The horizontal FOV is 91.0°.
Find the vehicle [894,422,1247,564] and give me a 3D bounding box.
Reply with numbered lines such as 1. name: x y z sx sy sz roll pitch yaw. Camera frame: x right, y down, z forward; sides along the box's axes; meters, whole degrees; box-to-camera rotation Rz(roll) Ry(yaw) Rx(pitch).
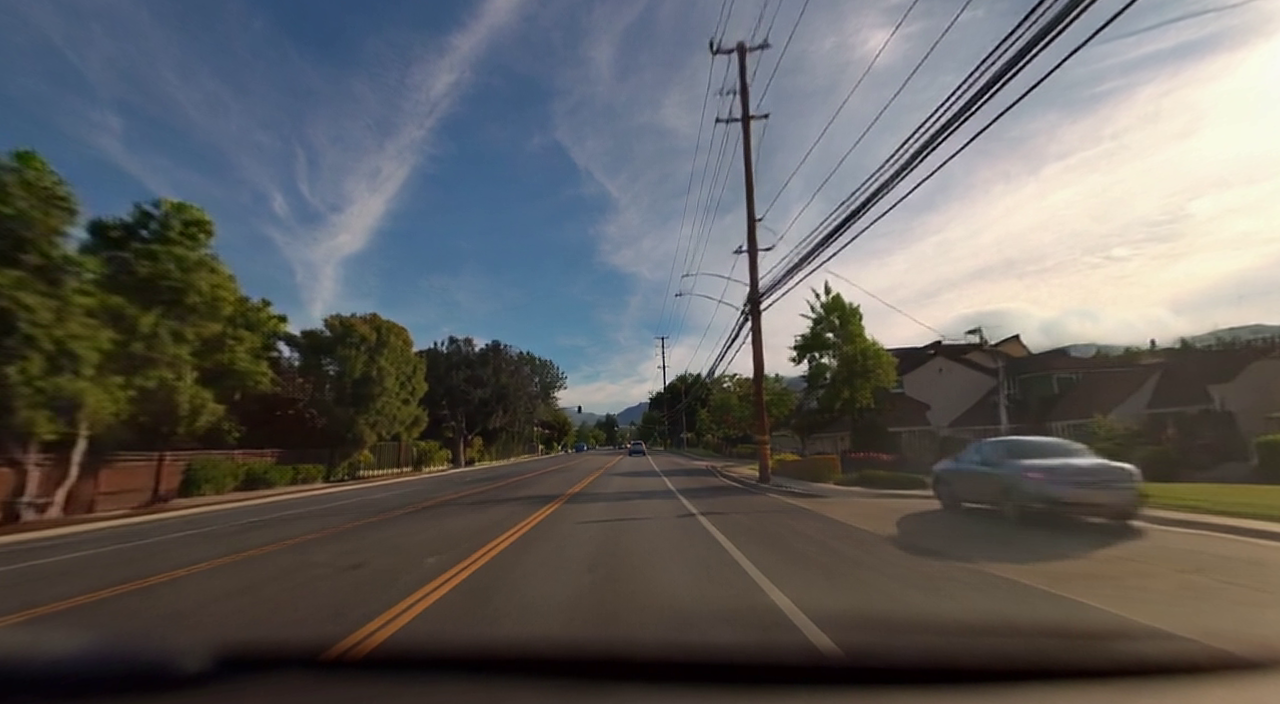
1. vehicle: 6.037 2.013 9.828 2.039 1.637 4.782 0 -8 -1
